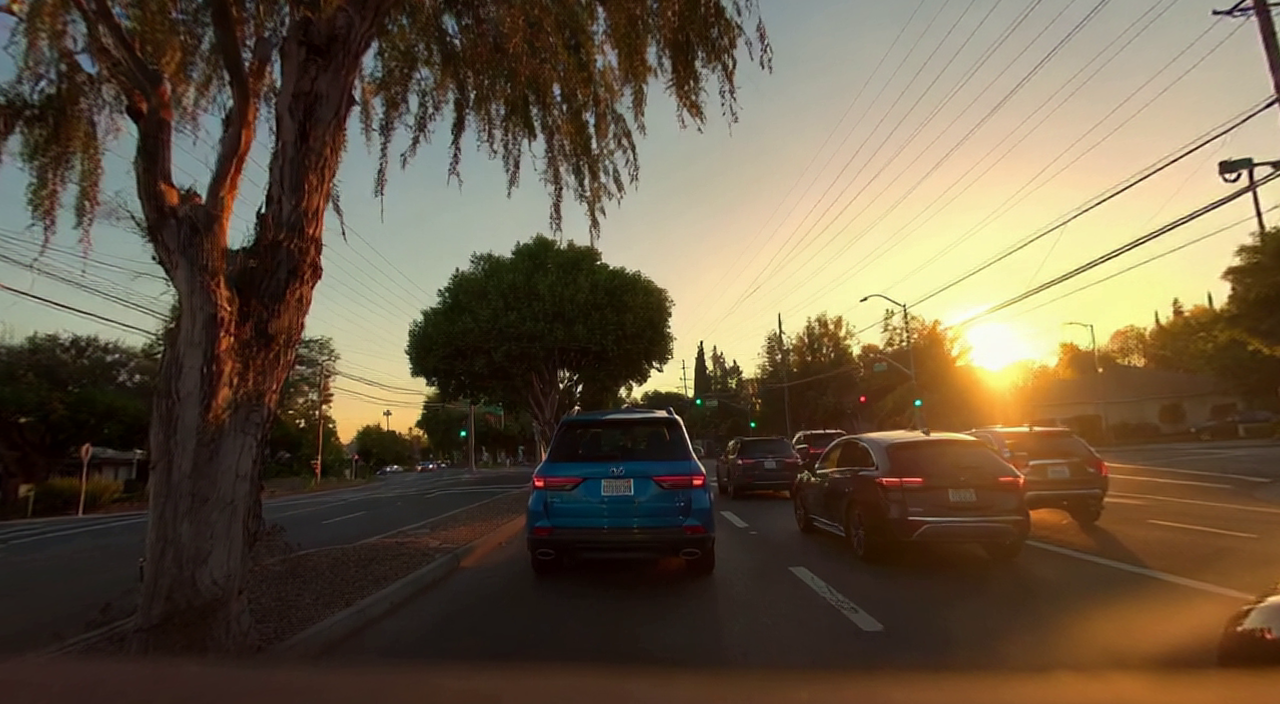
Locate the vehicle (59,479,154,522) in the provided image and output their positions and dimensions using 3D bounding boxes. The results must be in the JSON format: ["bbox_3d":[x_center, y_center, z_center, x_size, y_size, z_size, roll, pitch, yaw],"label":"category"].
[{"bbox_3d":[-26.344,7.329,31.172,4.526,1.715,1.989,-11,-13,29],"label":"vehicle"}]

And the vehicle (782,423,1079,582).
[{"bbox_3d":[3.427,1.850,8.621,1.880,1.579,4.401,0,-9,-1],"label":"vehicle"}]

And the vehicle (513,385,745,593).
[{"bbox_3d":[-0.135,1.644,8.335,2.231,1.998,4.254,0,-9,-1],"label":"vehicle"}]

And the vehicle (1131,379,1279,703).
[{"bbox_3d":[3.276,0.630,0.753,1.889,1.517,4.308,0,-9,0],"label":"vehicle"}]
